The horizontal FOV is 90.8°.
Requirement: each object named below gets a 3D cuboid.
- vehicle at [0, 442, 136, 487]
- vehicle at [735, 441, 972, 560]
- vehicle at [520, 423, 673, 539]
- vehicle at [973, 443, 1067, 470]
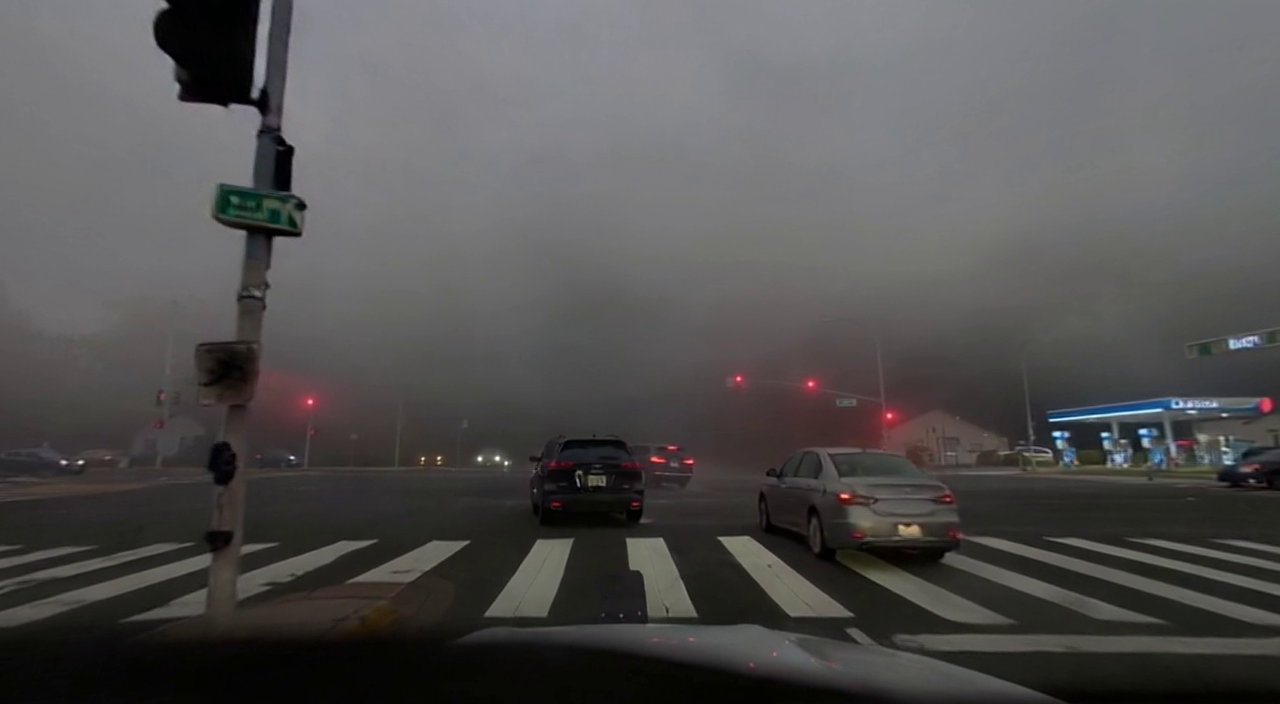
[{"bbox_3d":[-26.642,5.207,29.350,4.658,1.911,2.162,-2,-9,5],"label":"vehicle"},{"bbox_3d":[3.056,2.216,10.322,1.965,1.460,4.581,1,-9,-5],"label":"vehicle"},{"bbox_3d":[-1.009,2.325,12.059,2.351,1.733,4.616,1,-9,-9],"label":"vehicle"},{"bbox_3d":[25.915,7.143,43.278,4.952,1.745,2.184,-2,-9,14],"label":"vehicle"}]
